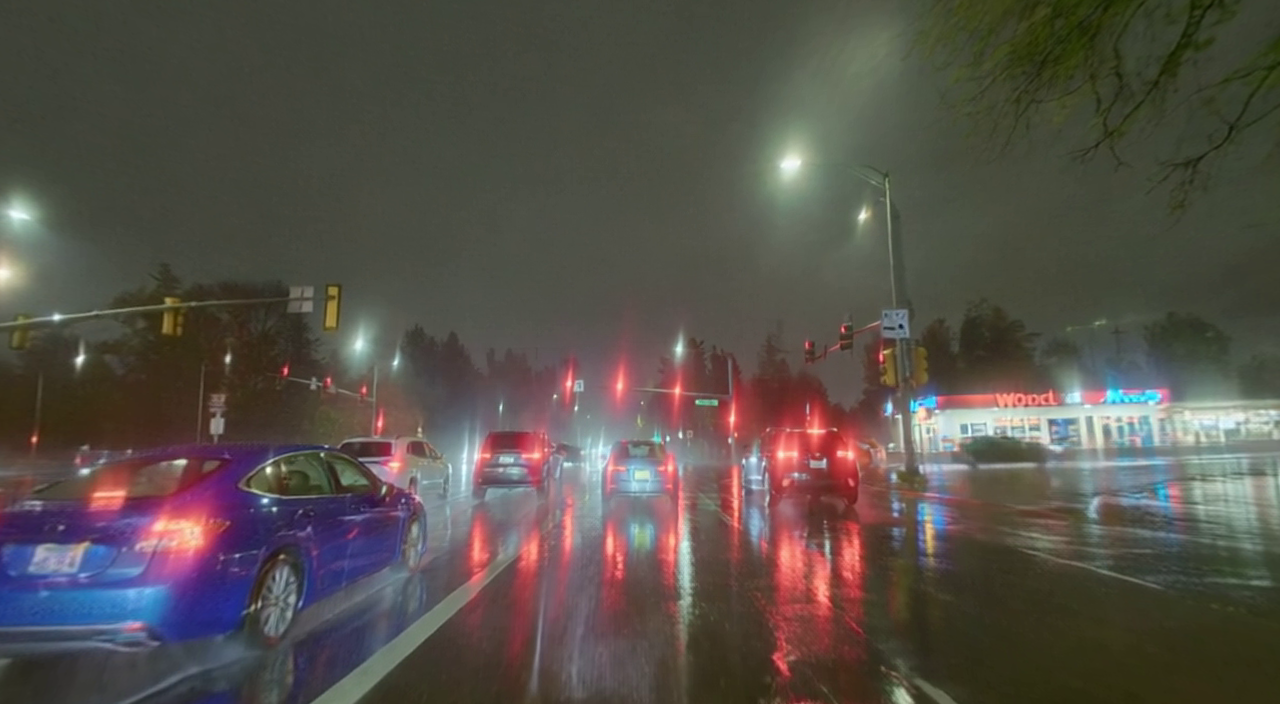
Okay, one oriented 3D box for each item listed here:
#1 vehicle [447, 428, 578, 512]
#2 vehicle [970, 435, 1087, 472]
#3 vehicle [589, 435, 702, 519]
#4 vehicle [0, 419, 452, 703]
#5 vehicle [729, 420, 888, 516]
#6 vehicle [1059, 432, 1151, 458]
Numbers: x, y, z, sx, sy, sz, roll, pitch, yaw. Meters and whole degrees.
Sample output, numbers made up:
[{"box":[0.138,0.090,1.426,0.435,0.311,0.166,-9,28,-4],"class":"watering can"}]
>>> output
[{"box":[-2.819,2.729,14.967,2.072,1.694,4.070,-1,-9,3],"class":"vehicle"},{"box":[16.800,4.401,27.418,3.822,1.514,1.905,-2,-9,10],"class":"vehicle"},{"box":[0.136,2.578,13.442,2.032,1.499,3.994,0,-9,1],"class":"vehicle"},{"box":[-3.332,1.426,5.438,2.014,1.472,4.357,0,-9,1],"class":"vehicle"},{"box":[3.319,2.409,13.492,2.076,1.691,4.402,0,-9,-2],"class":"vehicle"},{"box":[30.558,6.132,41.456,4.432,1.680,1.932,0,-9,2],"class":"vehicle"}]
